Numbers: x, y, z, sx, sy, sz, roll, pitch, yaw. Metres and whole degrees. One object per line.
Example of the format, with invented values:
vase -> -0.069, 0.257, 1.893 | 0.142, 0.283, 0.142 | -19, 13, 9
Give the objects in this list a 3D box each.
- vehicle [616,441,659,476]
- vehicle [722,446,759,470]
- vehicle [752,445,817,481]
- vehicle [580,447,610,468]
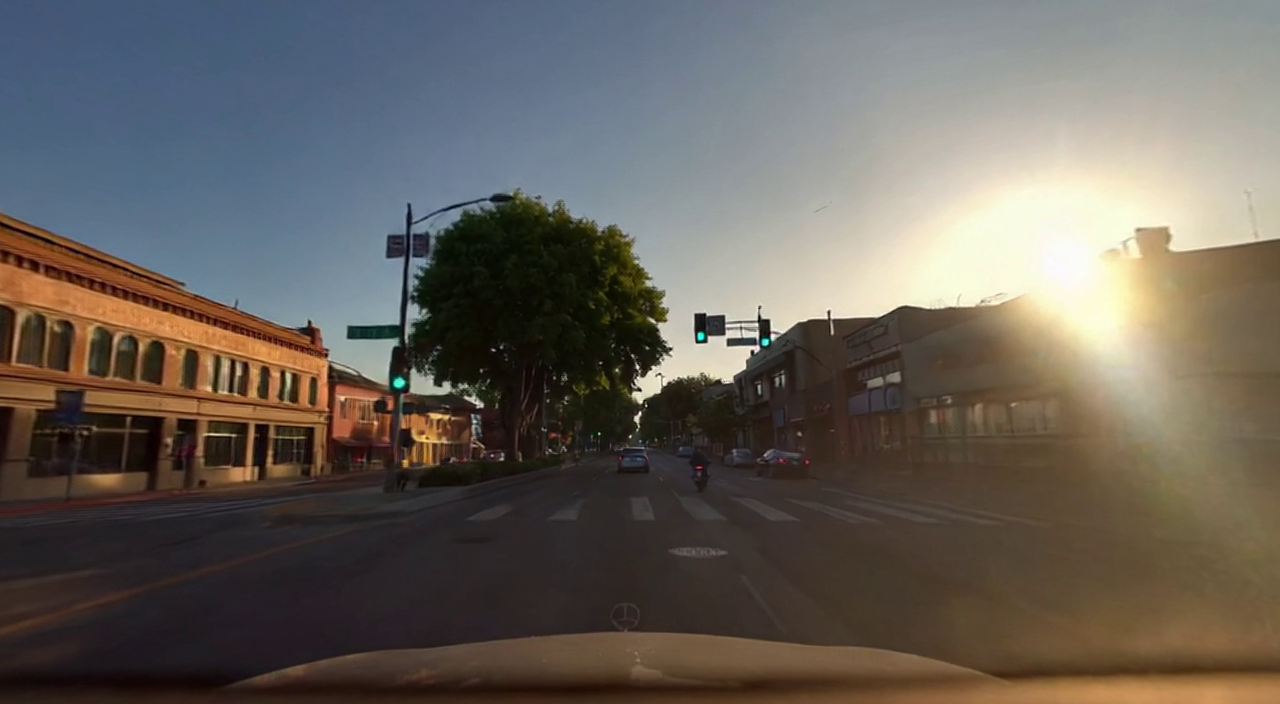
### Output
vehicle -> -0.188, 5.785, 34.734 | 2.223, 1.775, 4.250 | 0, -8, -2
vehicle -> 6.878, 7.257, 43.471 | 1.785, 1.586, 3.896 | 0, -8, -2
vehicle -> 6.780, 5.234, 30.153 | 2.069, 1.590, 4.066 | 0, -8, -1
vehicle -> -3.435, 8.099, 48.589 | 2.014, 1.470, 4.552 | 0, -8, -1
